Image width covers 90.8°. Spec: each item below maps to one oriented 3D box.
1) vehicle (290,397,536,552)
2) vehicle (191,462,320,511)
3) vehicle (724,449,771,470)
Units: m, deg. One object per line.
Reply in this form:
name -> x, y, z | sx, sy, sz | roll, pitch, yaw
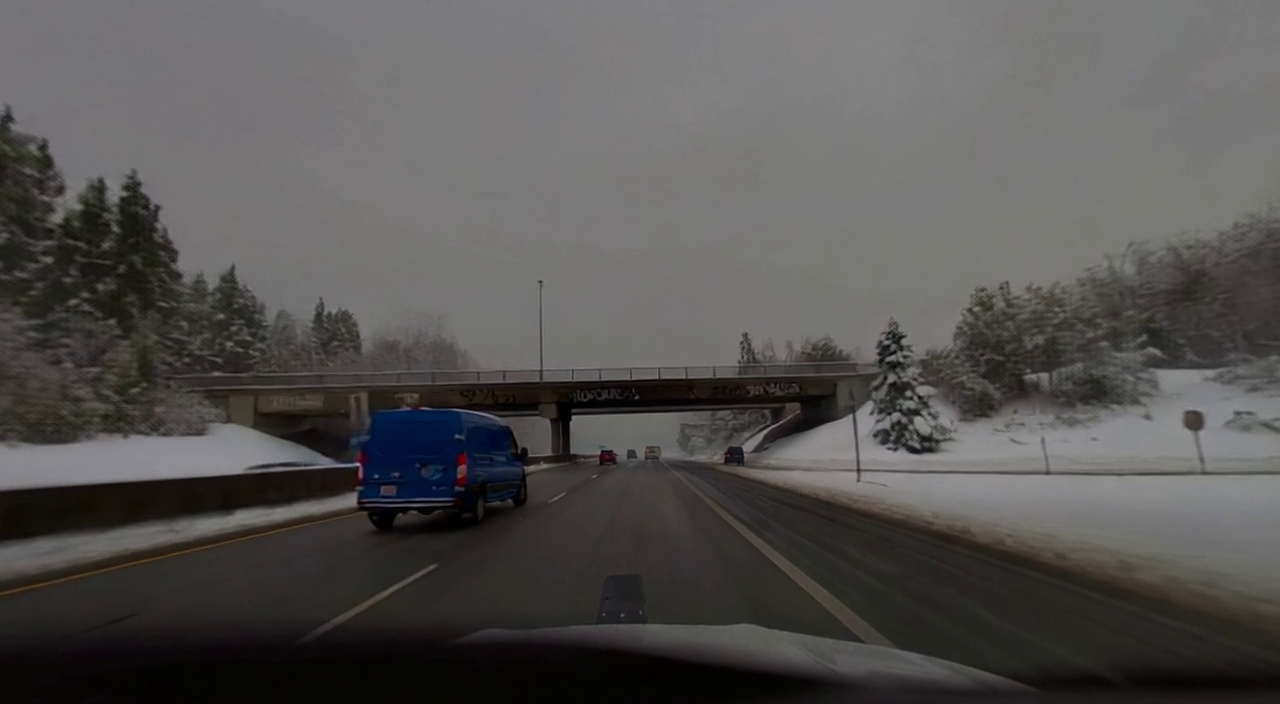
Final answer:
vehicle -> -3.425, 1.996, 10.940 | 2.310, 2.030, 5.094 | 0, -9, 1
vehicle -> -13.105, 4.579, 21.826 | 1.895, 1.421, 3.964 | 0, -9, 1
vehicle -> 8.056, 8.068, 47.526 | 1.972, 1.492, 4.623 | 1, -9, -11
